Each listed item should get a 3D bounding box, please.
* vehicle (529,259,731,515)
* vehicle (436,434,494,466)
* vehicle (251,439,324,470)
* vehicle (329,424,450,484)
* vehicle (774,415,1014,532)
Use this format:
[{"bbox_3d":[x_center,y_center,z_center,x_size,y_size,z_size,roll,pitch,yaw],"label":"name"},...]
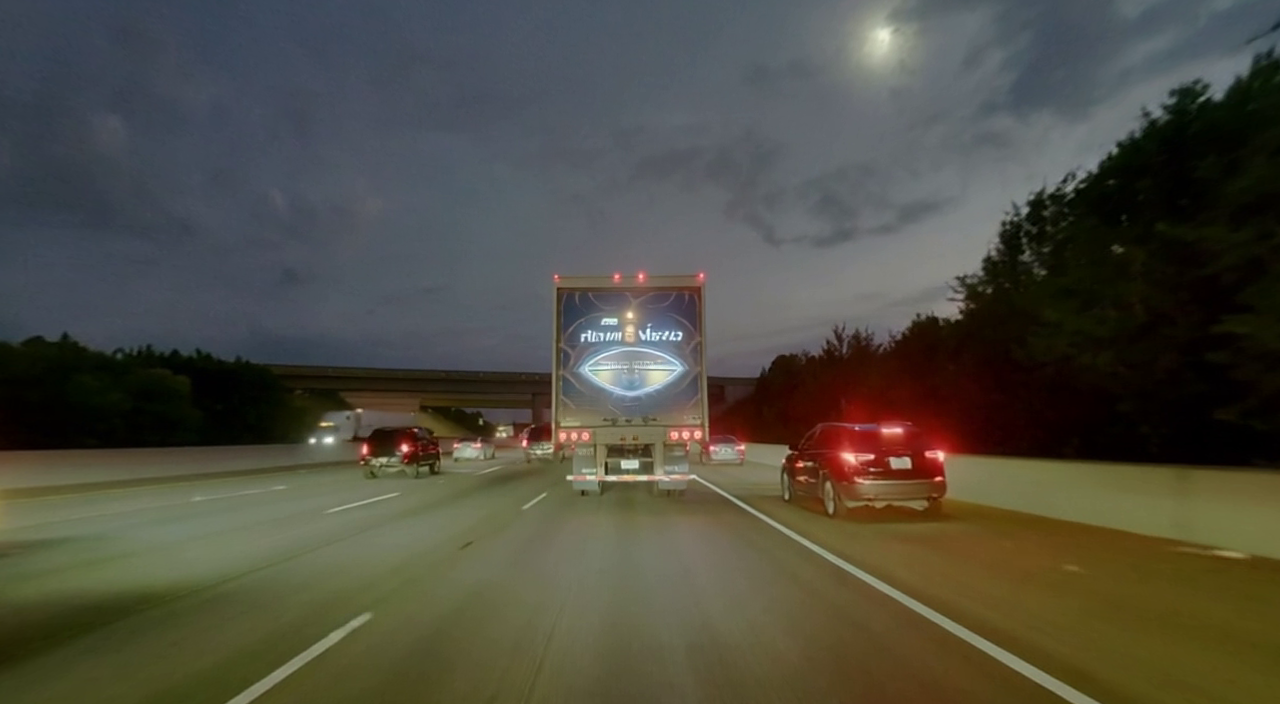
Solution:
[{"bbox_3d":[-0.259,1.127,14.213,2.911,3.787,9.905,0,-8,-1],"label":"vehicle"},{"bbox_3d":[-8.630,4.823,31.295,1.845,1.488,3.656,0,-8,-1],"label":"vehicle"},{"bbox_3d":[-20.013,5.818,35.927,1.824,1.606,4.098,0,-8,-1],"label":"vehicle"},{"bbox_3d":[-7.856,3.239,20.302,2.057,1.698,4.550,0,-8,0],"label":"vehicle"},{"bbox_3d":[3.867,1.915,10.657,2.003,1.519,4.580,0,-8,-2],"label":"vehicle"}]
